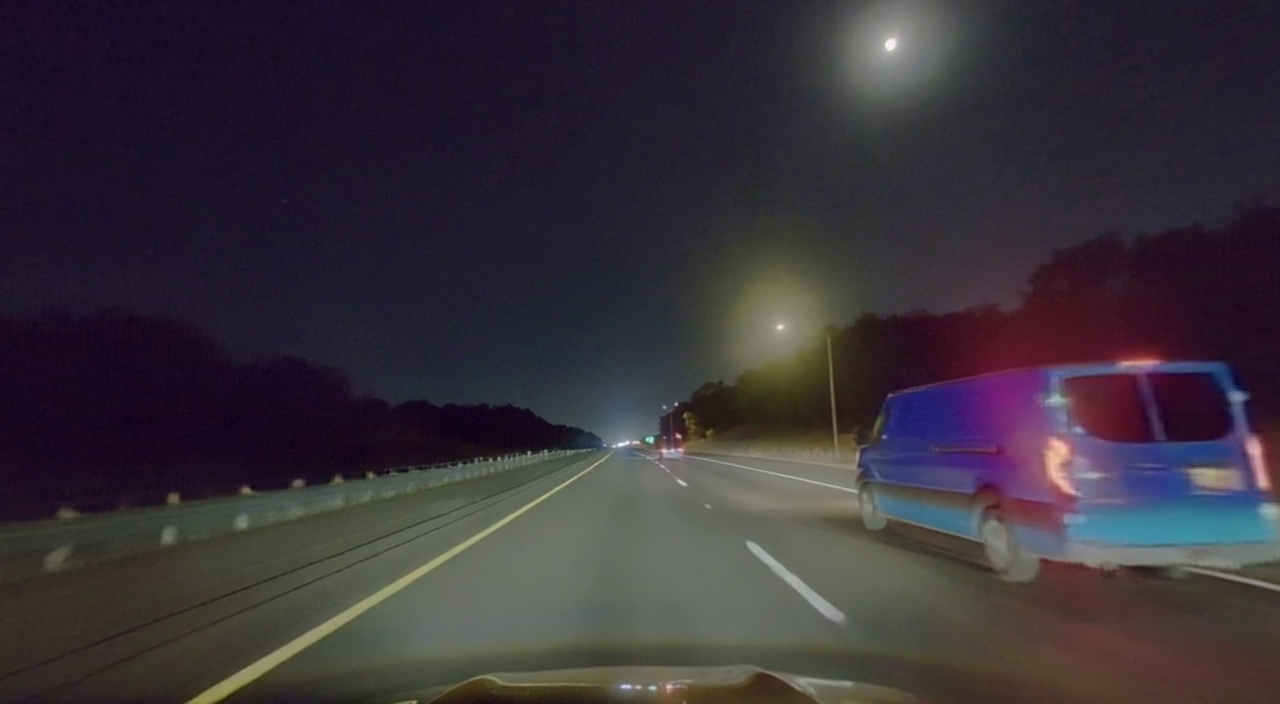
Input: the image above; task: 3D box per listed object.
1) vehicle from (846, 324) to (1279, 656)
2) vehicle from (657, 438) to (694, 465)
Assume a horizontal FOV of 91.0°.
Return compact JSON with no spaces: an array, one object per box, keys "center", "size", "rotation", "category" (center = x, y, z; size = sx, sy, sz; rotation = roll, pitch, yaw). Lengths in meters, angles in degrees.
[{"center":[4.030,1.159,6.310],"size":[2.269,2.048,4.679],"rotation":[0,-8,-1],"category":"vehicle"},{"center":[2.071,5.936,37.666],"size":[2.005,1.466,3.739],"rotation":[-1,-8,0],"category":"vehicle"}]
